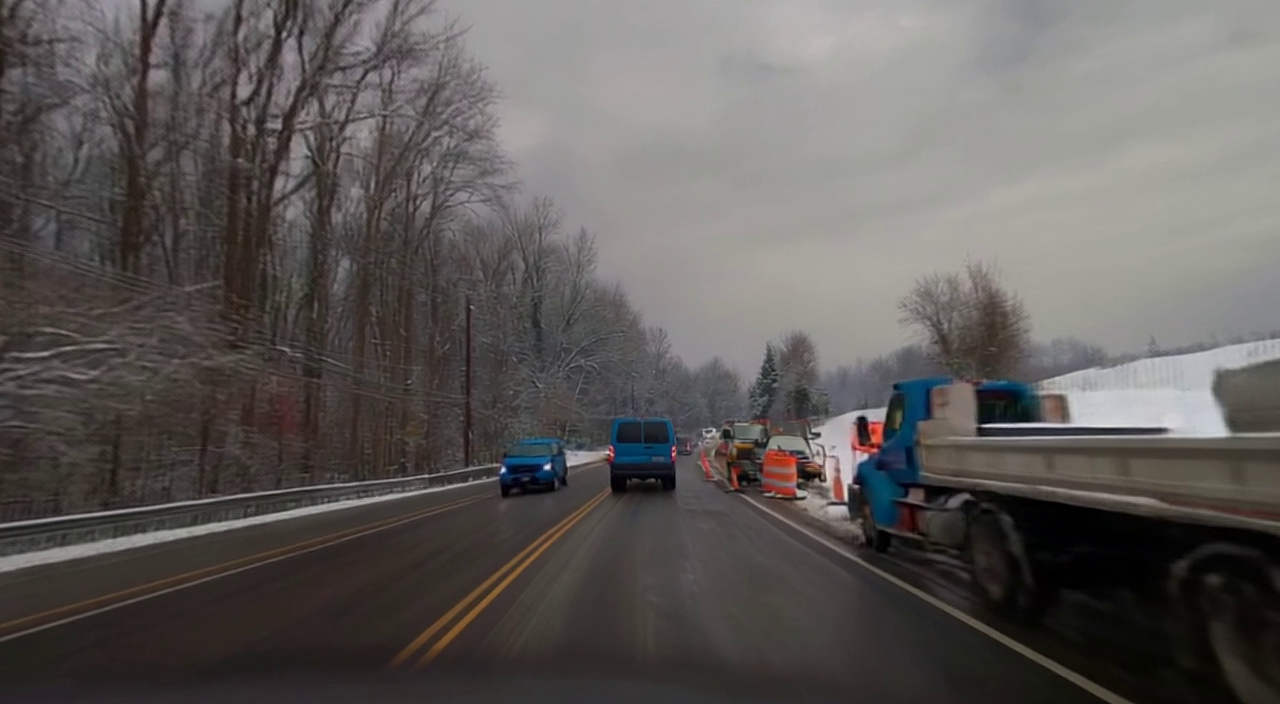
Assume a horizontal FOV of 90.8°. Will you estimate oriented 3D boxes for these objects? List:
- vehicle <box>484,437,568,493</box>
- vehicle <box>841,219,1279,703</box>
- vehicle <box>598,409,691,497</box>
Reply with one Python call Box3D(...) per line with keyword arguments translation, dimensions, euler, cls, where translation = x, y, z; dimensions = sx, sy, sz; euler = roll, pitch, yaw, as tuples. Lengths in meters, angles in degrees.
Box3D(translation=(-4.078, 4.157, 23.613), dimensions=(2.230, 1.842, 5.014), euler=(0, -8, 0), cls="vehicle")
Box3D(translation=(3.824, 0.837, 4.203), dimensions=(2.833, 2.033, 7.668), euler=(0, -8, 3), cls="vehicle")
Box3D(translation=(0.221, 2.945, 18.681), dimensions=(2.362, 2.247, 4.892), euler=(0, -8, 3), cls="vehicle")
